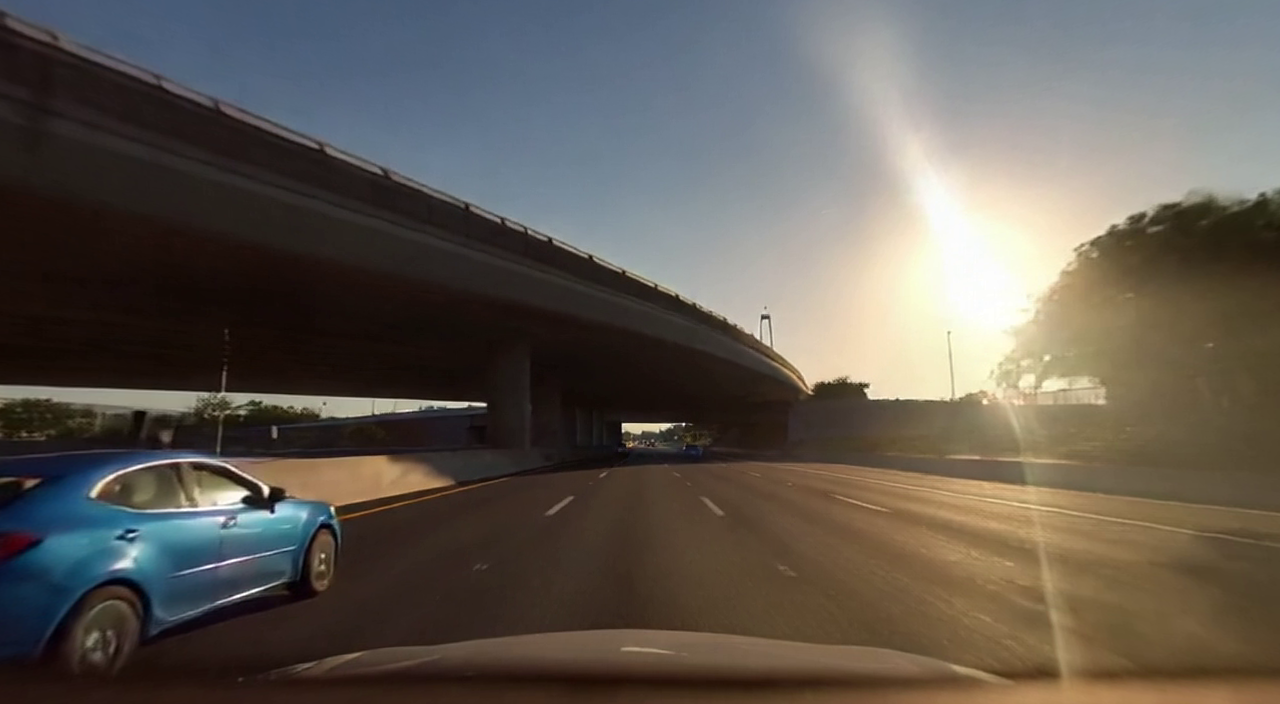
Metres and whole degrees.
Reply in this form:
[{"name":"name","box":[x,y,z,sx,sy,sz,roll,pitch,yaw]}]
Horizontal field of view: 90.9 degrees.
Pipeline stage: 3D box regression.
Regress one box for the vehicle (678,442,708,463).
[{"name":"vehicle","box":[4.125,7.939,49.927,1.949,1.515,4.374,0,-8,-1]}]
